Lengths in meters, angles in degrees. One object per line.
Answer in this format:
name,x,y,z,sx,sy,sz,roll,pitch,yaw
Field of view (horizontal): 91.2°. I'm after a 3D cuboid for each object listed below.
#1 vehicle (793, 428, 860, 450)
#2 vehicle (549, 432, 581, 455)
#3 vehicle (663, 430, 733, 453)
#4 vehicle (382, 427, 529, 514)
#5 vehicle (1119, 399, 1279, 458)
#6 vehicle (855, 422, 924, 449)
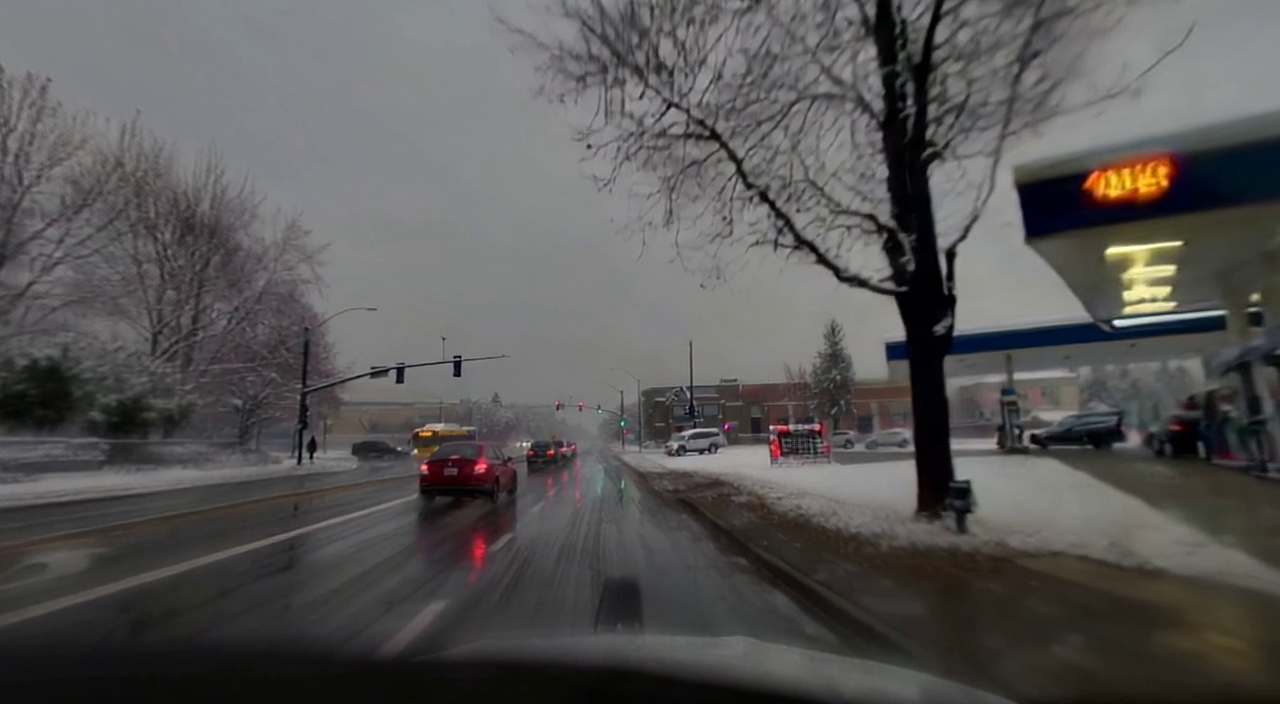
vehicle,13.417,6.272,45.239,4.064,1.507,2.078,0,-9,-3
vehicle,-5.828,7.191,49.231,2.365,1.751,3.904,0,-9,-4
vehicle,4.292,6.695,46.757,4.894,1.451,2.089,-2,-8,-3
vehicle,-3.633,2.414,13.212,2.092,1.507,4.078,0,-9,-4
vehicle,16.827,2.352,18.932,1.892,1.594,3.379,0,-9,-2
vehicle,18.079,6.056,45.463,4.172,1.687,1.773,-3,-8,-5
